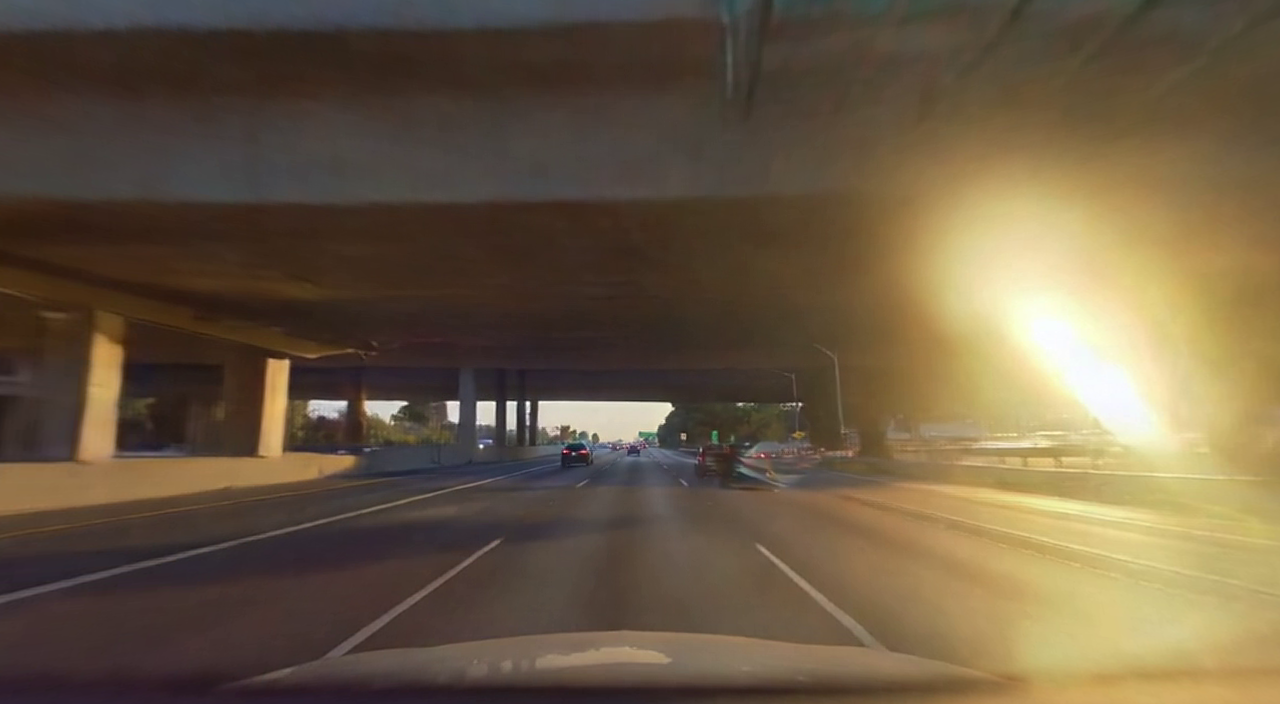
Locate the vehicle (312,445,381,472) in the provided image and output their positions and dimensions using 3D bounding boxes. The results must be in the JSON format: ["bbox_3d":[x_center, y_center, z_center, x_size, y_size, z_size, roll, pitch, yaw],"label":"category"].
[{"bbox_3d":[-17.564,6.371,38.018,1.856,1.517,4.629,0,-8,1],"label":"vehicle"}]
